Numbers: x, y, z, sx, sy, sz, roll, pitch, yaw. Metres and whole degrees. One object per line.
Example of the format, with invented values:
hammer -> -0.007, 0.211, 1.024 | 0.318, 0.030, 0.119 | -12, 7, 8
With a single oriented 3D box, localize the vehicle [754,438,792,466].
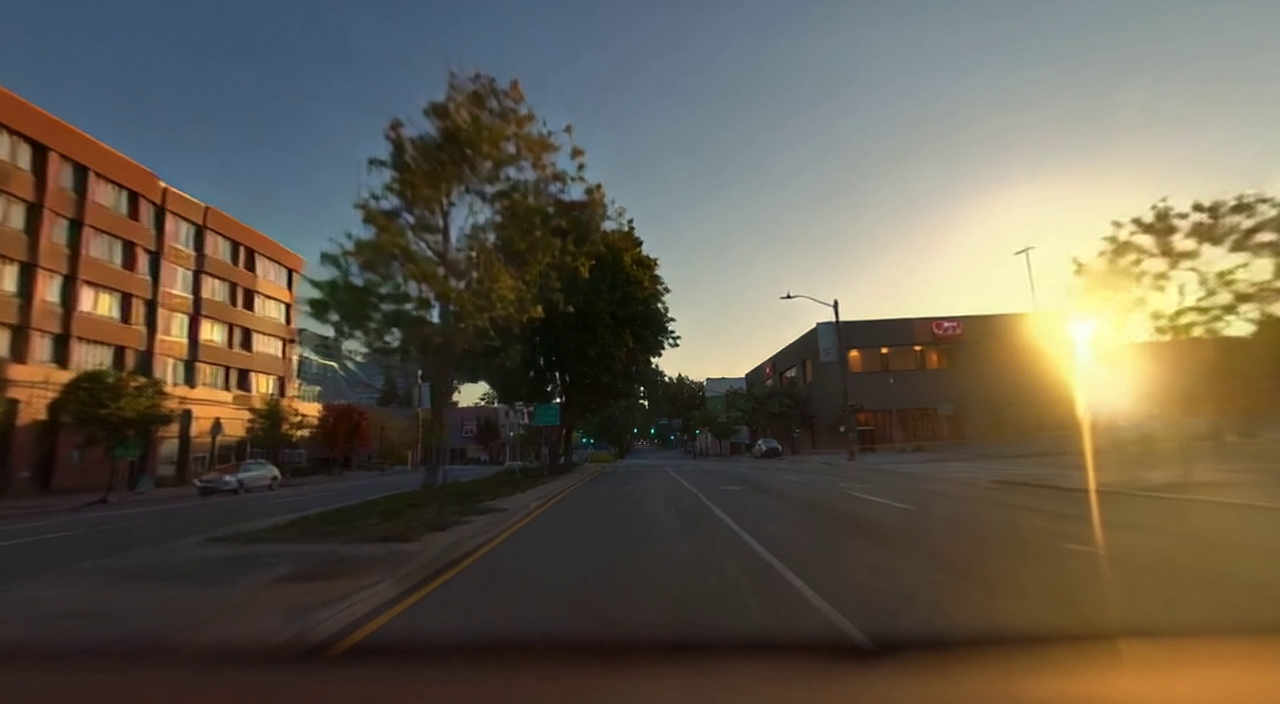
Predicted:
vehicle -> 10.076, 7.645, 48.214 | 2.101, 1.957, 4.718 | -1, -10, 3

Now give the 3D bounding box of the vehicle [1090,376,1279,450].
vehicle -> 25.895, 2.937, 29.737 | 6.866, 3.124, 2.718 | -3, -9, 8

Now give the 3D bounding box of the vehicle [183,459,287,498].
vehicle -> -19.334, 6.043, 30.432 | 2.010, 1.504, 4.820 | -5, -10, -2
